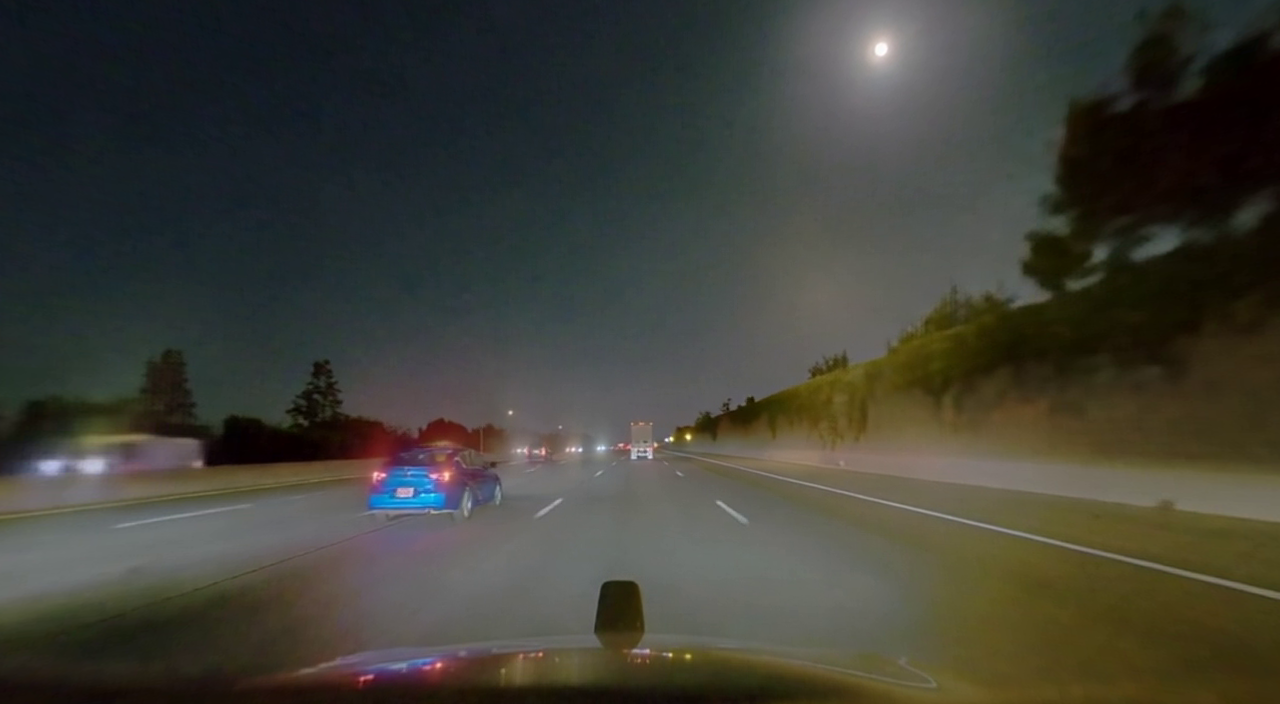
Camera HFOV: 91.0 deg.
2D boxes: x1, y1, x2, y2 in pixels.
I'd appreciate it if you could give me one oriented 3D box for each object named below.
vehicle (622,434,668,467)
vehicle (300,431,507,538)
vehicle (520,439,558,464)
[{"bbox_3d":[0.268,6.469,41.491,2.856,1.994,4.931,0,-8,-1],"label":"vehicle"},{"bbox_3d":[-3.830,2.215,11.192,2.000,1.512,4.371,0,-9,0],"label":"vehicle"},{"bbox_3d":[-7.499,7.470,47.225,2.068,1.757,4.611,0,-8,0],"label":"vehicle"}]
